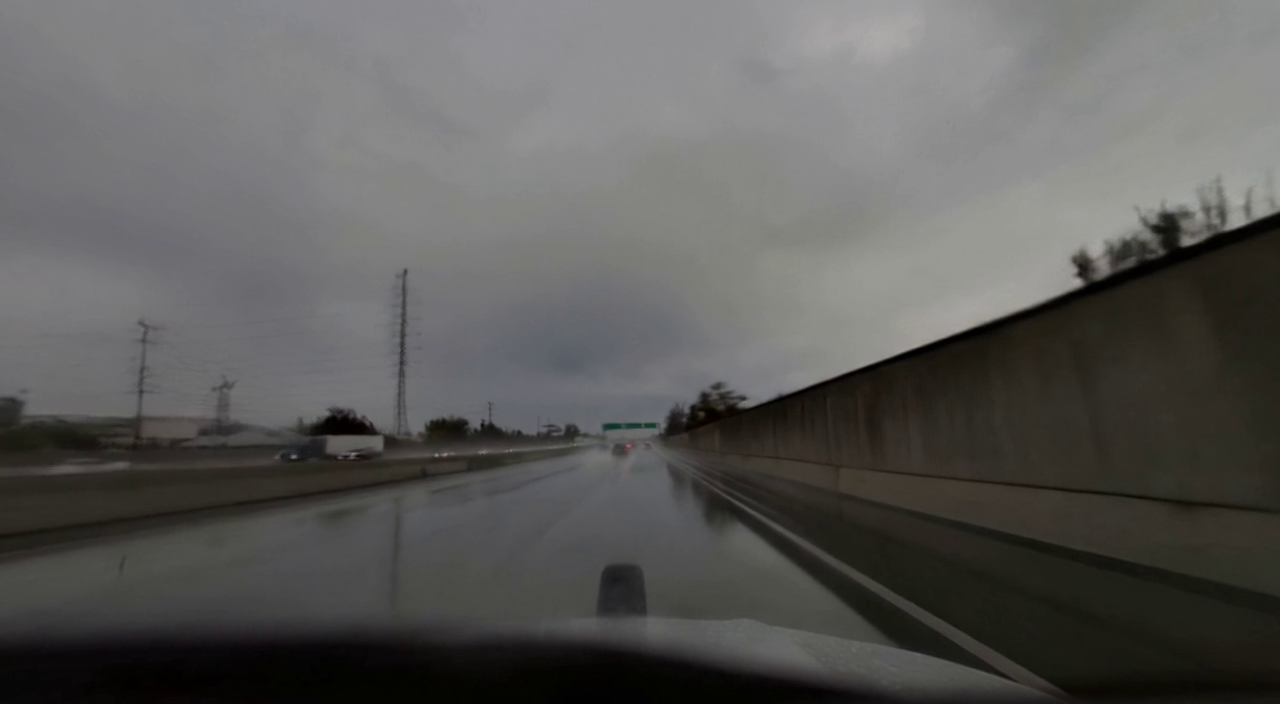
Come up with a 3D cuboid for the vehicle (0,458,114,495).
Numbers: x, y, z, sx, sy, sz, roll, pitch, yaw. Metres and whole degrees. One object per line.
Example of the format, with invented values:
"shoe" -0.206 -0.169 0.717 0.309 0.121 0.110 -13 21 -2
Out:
"vehicle" -27.632 5.756 29.507 1.852 1.485 4.758 0 -8 1
